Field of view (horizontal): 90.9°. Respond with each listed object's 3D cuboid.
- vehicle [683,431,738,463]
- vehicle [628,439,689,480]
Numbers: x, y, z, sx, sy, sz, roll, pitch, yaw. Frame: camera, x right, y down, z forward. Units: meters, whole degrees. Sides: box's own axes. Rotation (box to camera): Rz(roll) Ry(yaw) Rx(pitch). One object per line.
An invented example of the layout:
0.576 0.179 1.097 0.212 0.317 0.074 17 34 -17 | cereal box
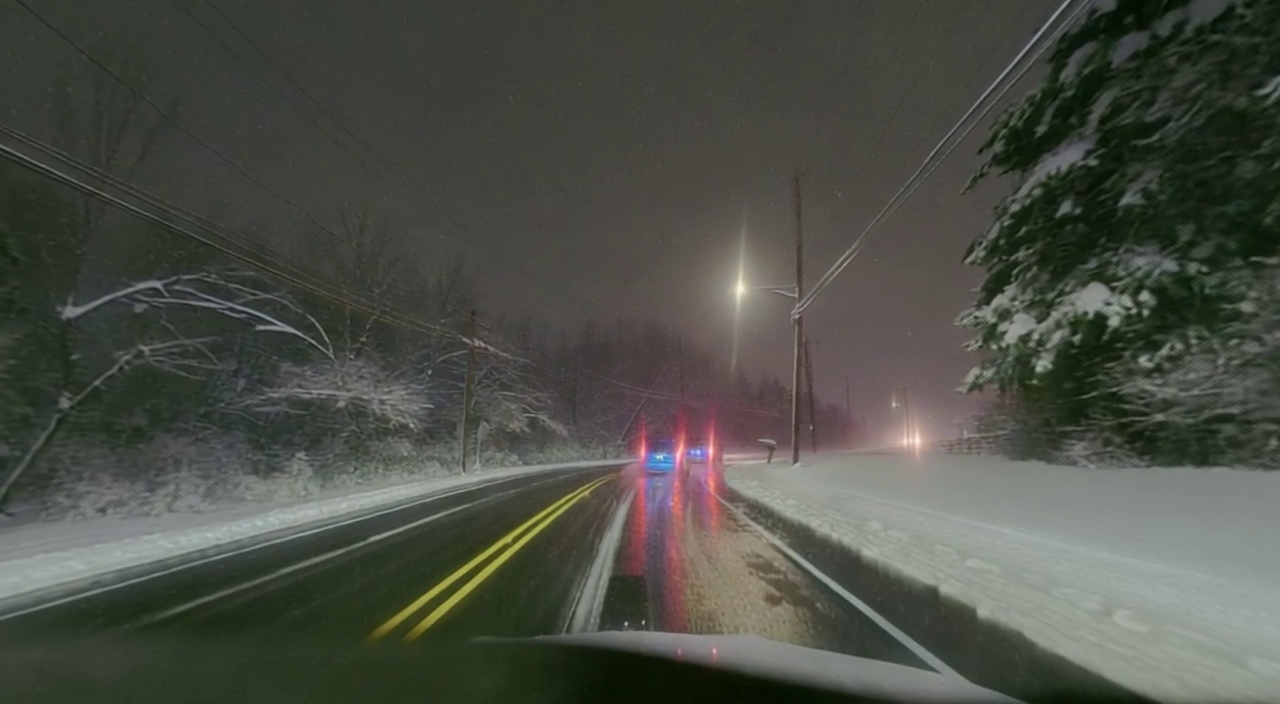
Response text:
5.094 6.731 44.705 2.376 2.145 5.953 -3 -9 22 | vehicle
0.848 4.447 26.393 2.157 1.565 4.243 -1 -8 7 | vehicle
